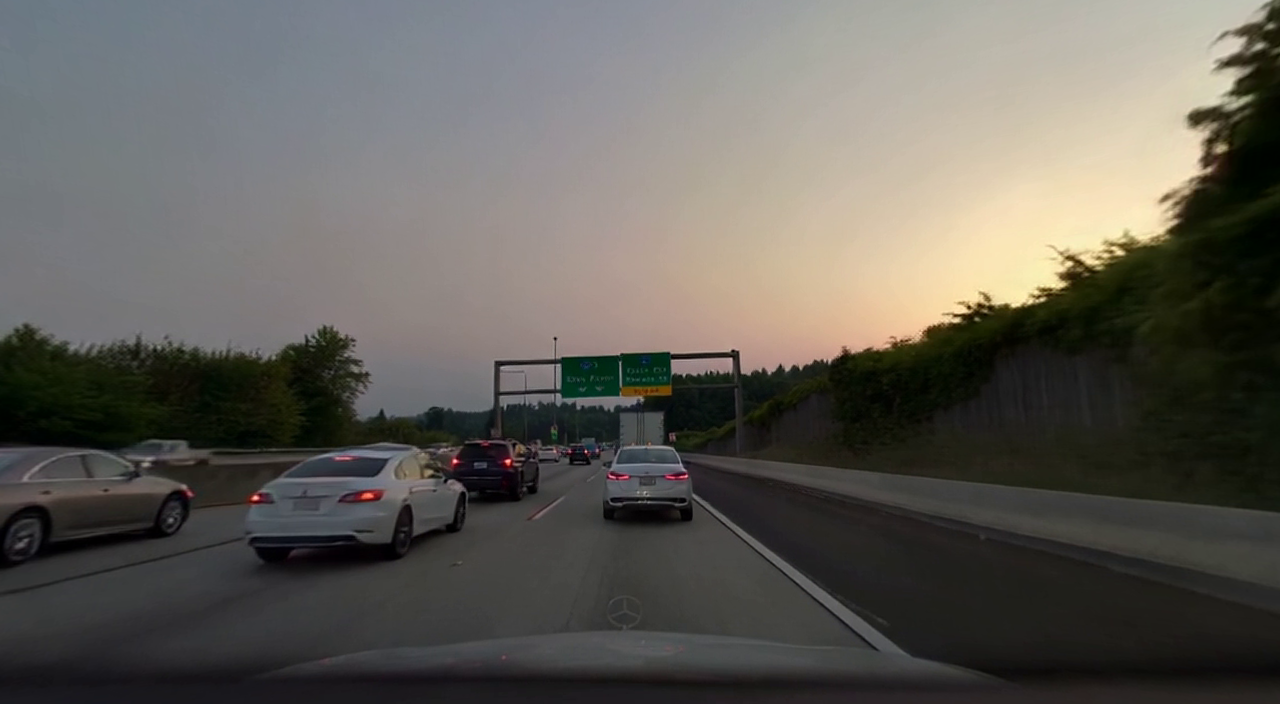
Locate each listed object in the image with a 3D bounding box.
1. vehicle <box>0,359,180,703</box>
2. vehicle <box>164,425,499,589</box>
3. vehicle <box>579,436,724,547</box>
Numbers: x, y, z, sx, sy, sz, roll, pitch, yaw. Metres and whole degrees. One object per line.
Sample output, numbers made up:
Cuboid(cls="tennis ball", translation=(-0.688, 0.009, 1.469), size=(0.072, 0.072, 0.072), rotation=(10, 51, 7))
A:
Cuboid(cls="vehicle", translation=(-3.661, 0.663, 1.285), size=(2.165, 1.638, 4.317), rotation=(0, -9, 0))
Cuboid(cls="vehicle", translation=(-3.336, 1.761, 8.017), size=(1.980, 1.491, 4.340), rotation=(0, -9, 1))
Cuboid(cls="vehicle", translation=(0.161, 2.178, 10.396), size=(1.995, 1.495, 3.380), rotation=(0, -9, 0))
